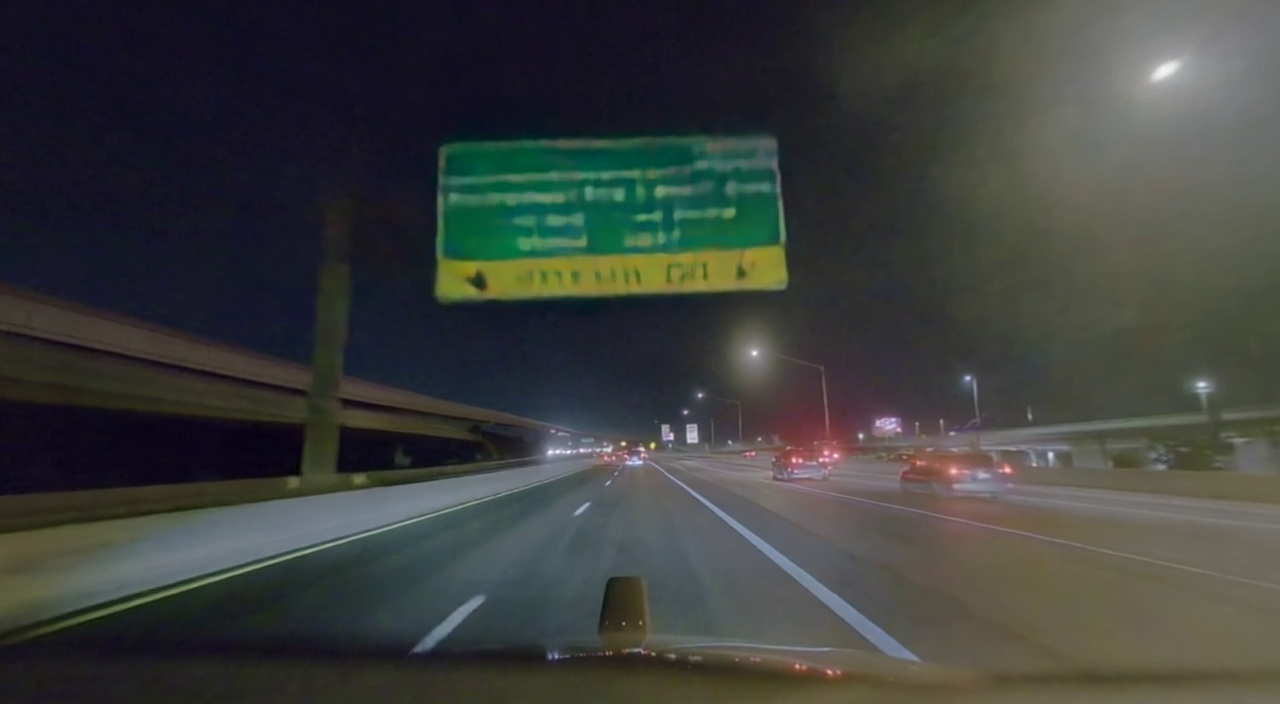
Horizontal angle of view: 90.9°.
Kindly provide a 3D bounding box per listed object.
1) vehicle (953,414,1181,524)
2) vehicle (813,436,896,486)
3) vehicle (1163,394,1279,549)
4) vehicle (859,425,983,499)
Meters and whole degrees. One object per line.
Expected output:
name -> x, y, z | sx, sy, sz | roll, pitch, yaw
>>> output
vehicle -> 16.315, 4.522, 25.315 | 2.791, 3.573, 9.032 | 0, -9, 0
vehicle -> 15.997, 8.183, 47.948 | 2.887, 3.412, 9.164 | 0, -9, -1
vehicle -> 15.982, 2.579, 13.329 | 2.391, 3.553, 8.914 | 0, -9, 2
vehicle -> 16.057, 6.363, 37.053 | 2.704, 3.716, 9.364 | 0, -9, -1
